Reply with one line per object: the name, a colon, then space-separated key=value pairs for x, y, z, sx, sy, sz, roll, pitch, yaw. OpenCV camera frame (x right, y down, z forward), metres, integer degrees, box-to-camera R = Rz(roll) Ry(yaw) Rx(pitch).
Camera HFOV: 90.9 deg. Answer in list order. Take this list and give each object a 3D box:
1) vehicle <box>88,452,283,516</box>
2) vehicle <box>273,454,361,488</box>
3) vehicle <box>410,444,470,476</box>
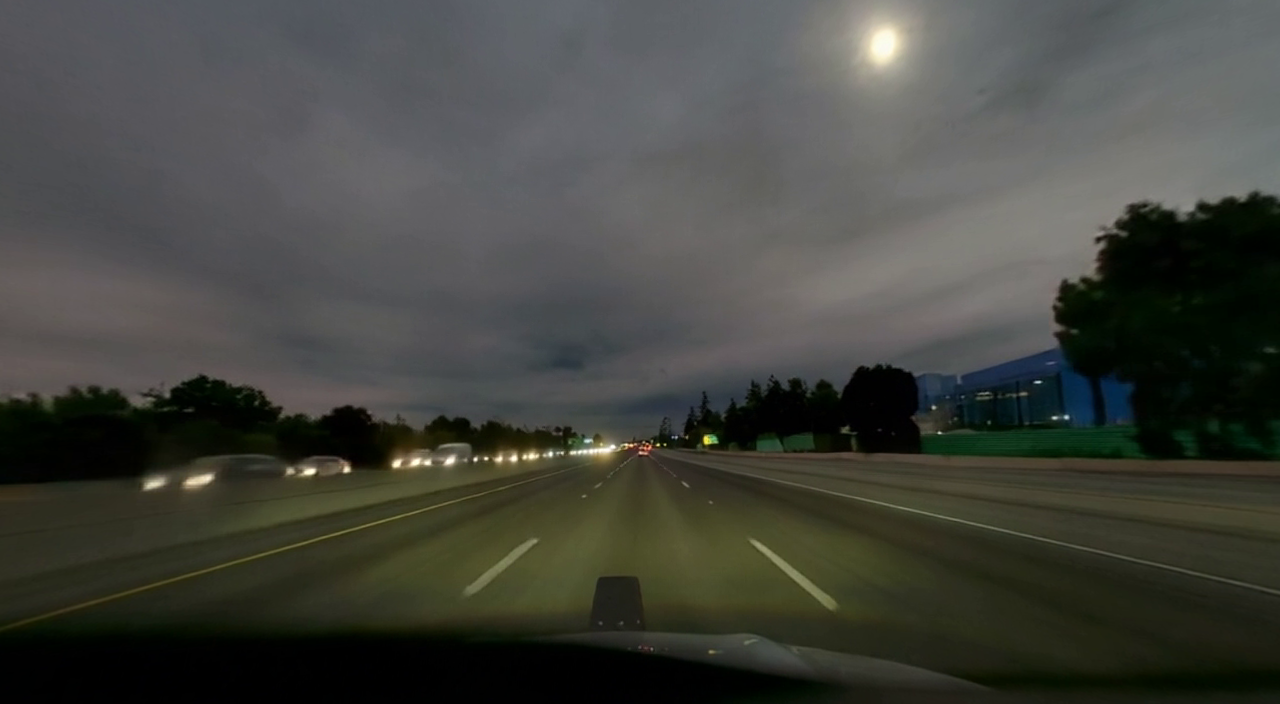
vehicle: x=-11.954 y=3.461 z=17.055 sx=1.922 sy=1.458 sz=4.410 roll=0 pitch=-9 yaw=1
vehicle: x=-15.942 y=5.889 z=31.407 sx=2.046 sy=1.523 sz=4.376 roll=0 pitch=-9 yaw=0
vehicle: x=-12.030 y=6.536 z=38.297 sx=2.007 sy=1.756 sz=4.699 roll=-1 pitch=-9 yaw=1
